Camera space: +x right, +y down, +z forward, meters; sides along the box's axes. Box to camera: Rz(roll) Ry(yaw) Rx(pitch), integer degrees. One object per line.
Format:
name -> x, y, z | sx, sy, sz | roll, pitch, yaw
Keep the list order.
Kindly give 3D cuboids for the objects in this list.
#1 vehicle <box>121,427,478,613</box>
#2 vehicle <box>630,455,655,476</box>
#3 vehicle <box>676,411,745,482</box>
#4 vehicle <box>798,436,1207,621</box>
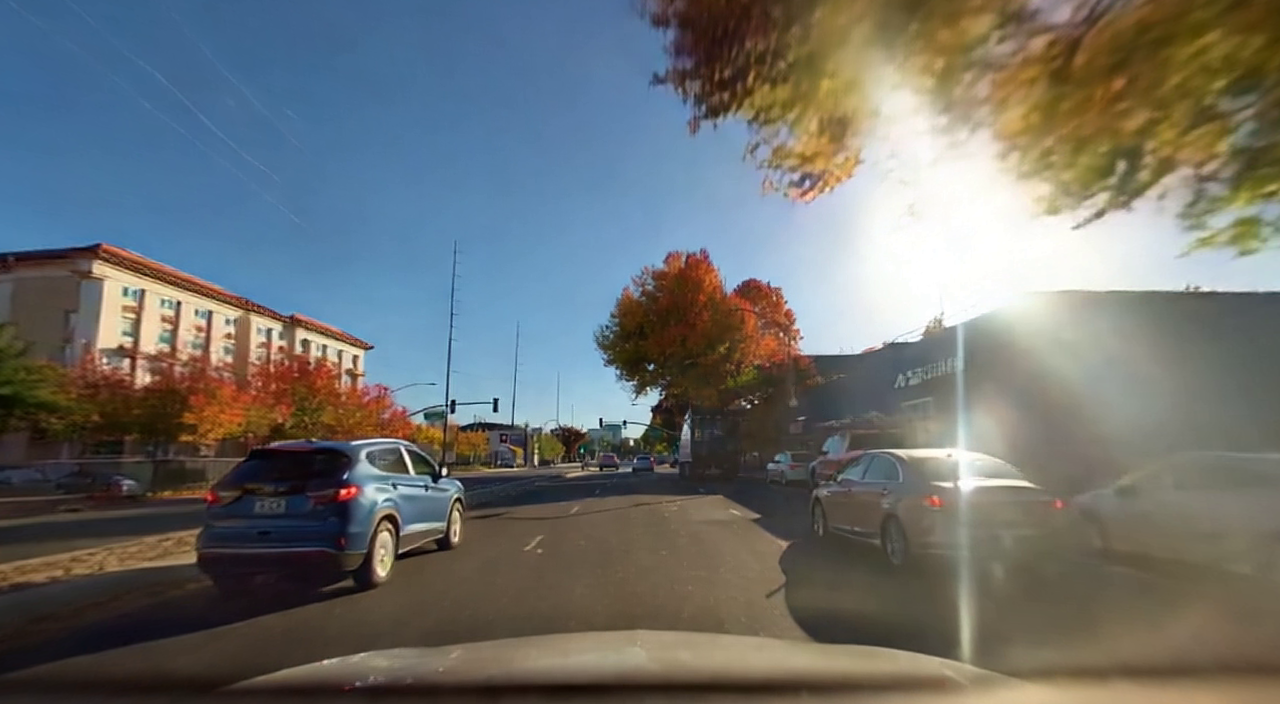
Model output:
vehicle -> -3.458, 1.764, 7.607 | 1.751, 1.540, 4.481 | 0, -9, 1
vehicle -> 0.184, 8.975, 49.938 | 1.846, 1.528, 4.348 | 0, -9, 0
vehicle -> 4.031, 5.819, 38.681 | 3.003, 3.680, 10.684 | 0, -9, 0
vehicle -> 3.538, 1.800, 7.589 | 1.915, 1.449, 4.970 | 0, -9, -1
